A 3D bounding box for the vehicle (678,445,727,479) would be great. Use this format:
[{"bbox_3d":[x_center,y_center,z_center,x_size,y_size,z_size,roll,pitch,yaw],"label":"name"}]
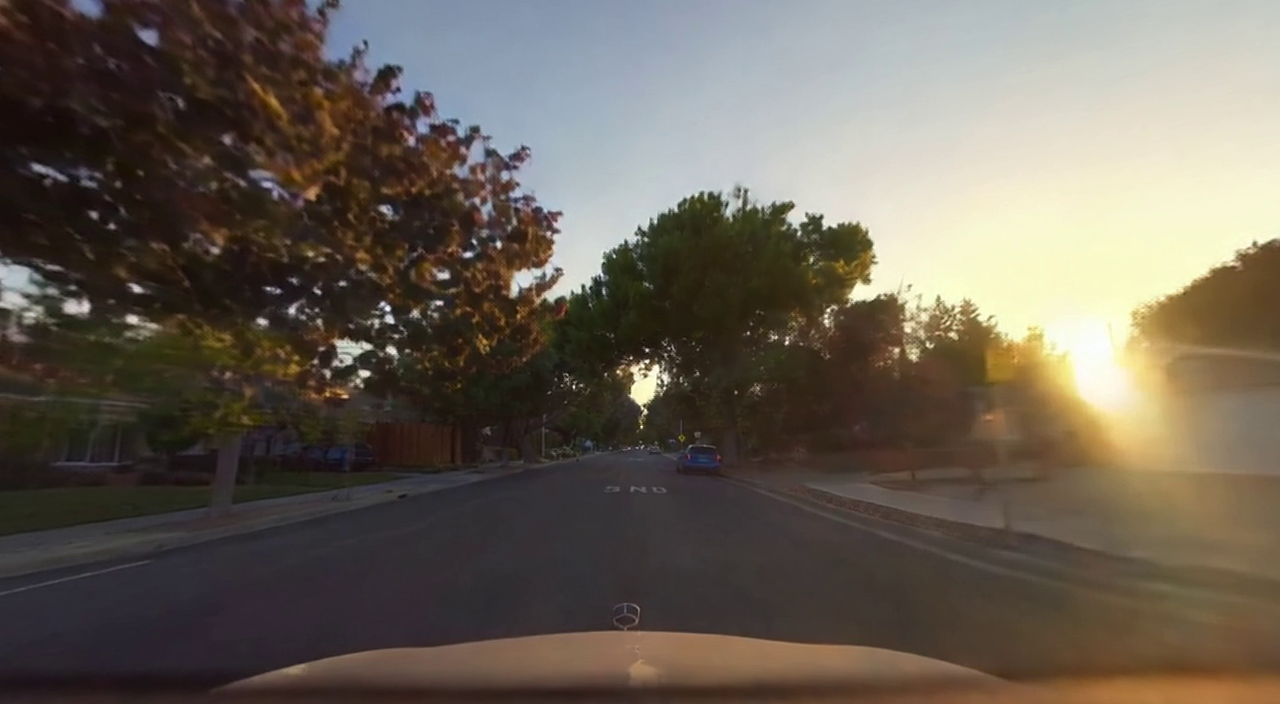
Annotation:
[{"bbox_3d":[3.139,5.616,32.522,2.114,1.633,4.042,0,-9,0],"label":"vehicle"}]
